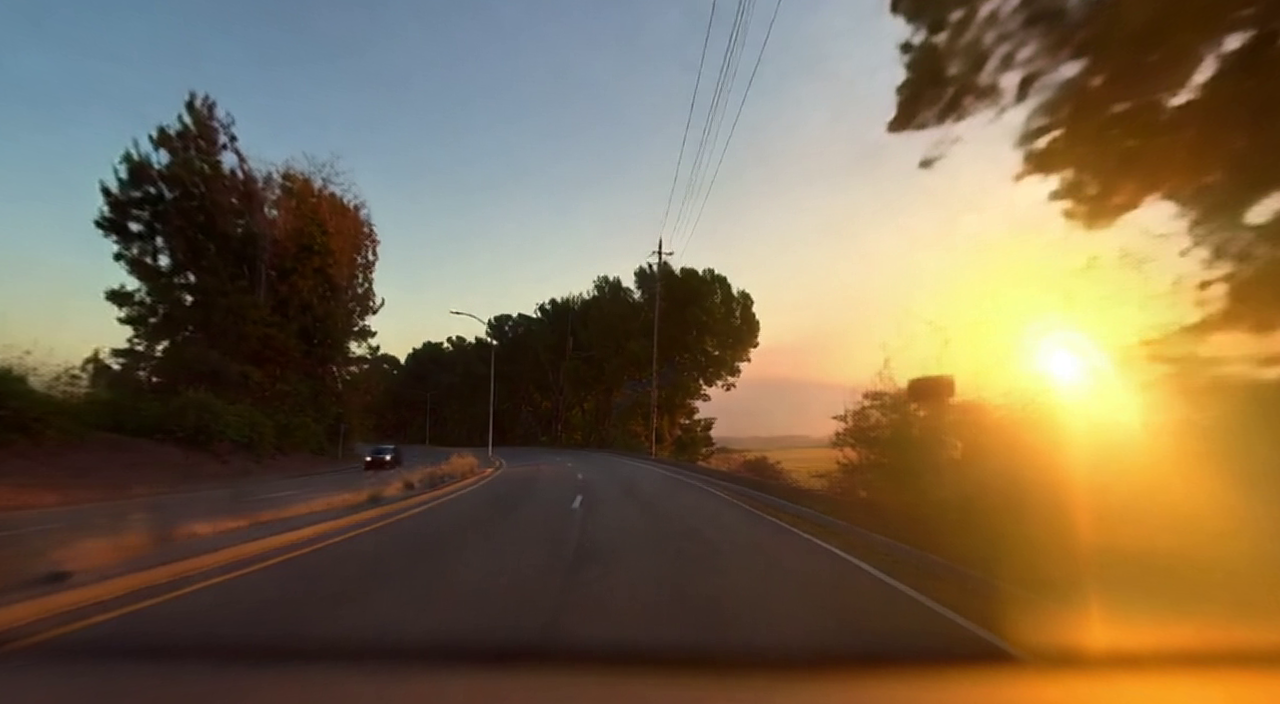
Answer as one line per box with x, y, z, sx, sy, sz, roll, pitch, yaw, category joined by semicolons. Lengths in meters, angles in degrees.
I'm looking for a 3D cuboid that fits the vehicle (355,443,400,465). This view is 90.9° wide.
-18.363;7.152;44.258;1.998;1.430;4.755;2;-8;-12;vehicle
